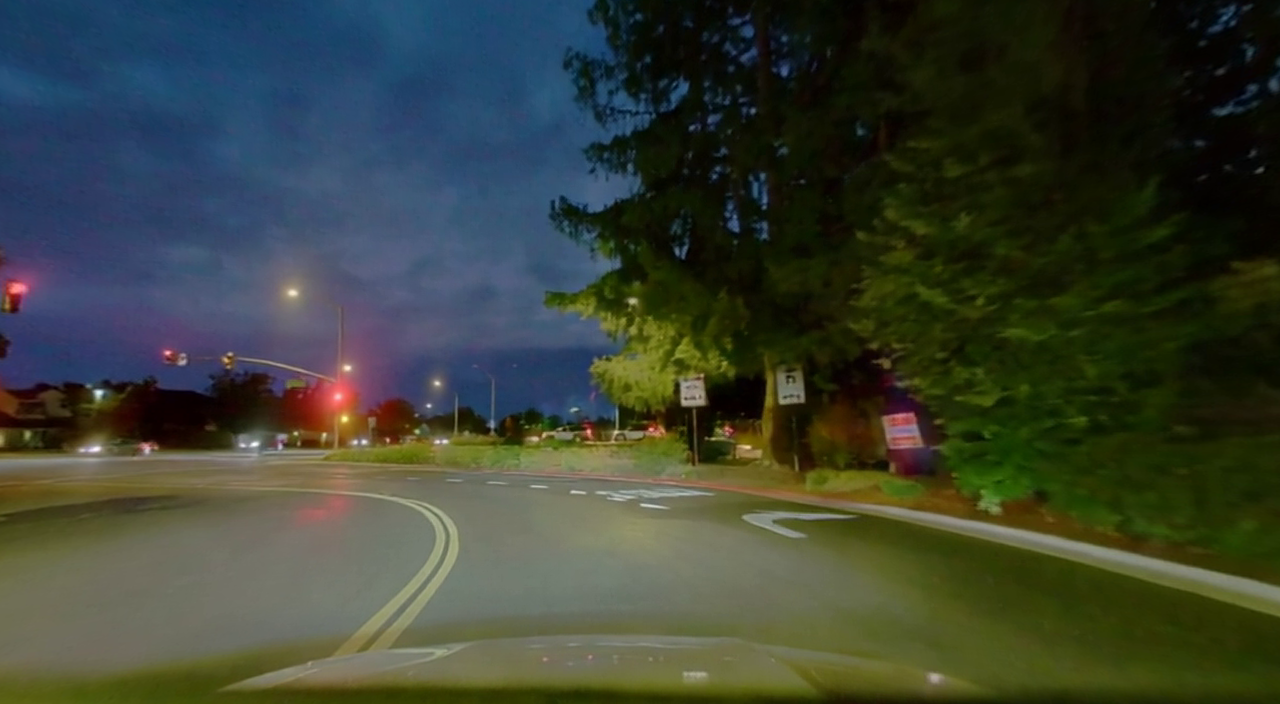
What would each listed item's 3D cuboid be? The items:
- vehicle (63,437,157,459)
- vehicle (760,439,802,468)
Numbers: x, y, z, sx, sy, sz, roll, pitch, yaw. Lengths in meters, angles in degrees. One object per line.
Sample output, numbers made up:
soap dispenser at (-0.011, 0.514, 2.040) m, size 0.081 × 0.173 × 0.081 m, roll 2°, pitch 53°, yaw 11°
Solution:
vehicle at (-37.228, 6.742, 44.289) m, size 1.847 × 1.461 × 4.853 m, roll -2°, pitch -9°, yaw 11°
vehicle at (8.689, 6.130, 38.310) m, size 1.907 × 1.515 × 4.550 m, roll -2°, pitch -7°, yaw 20°
